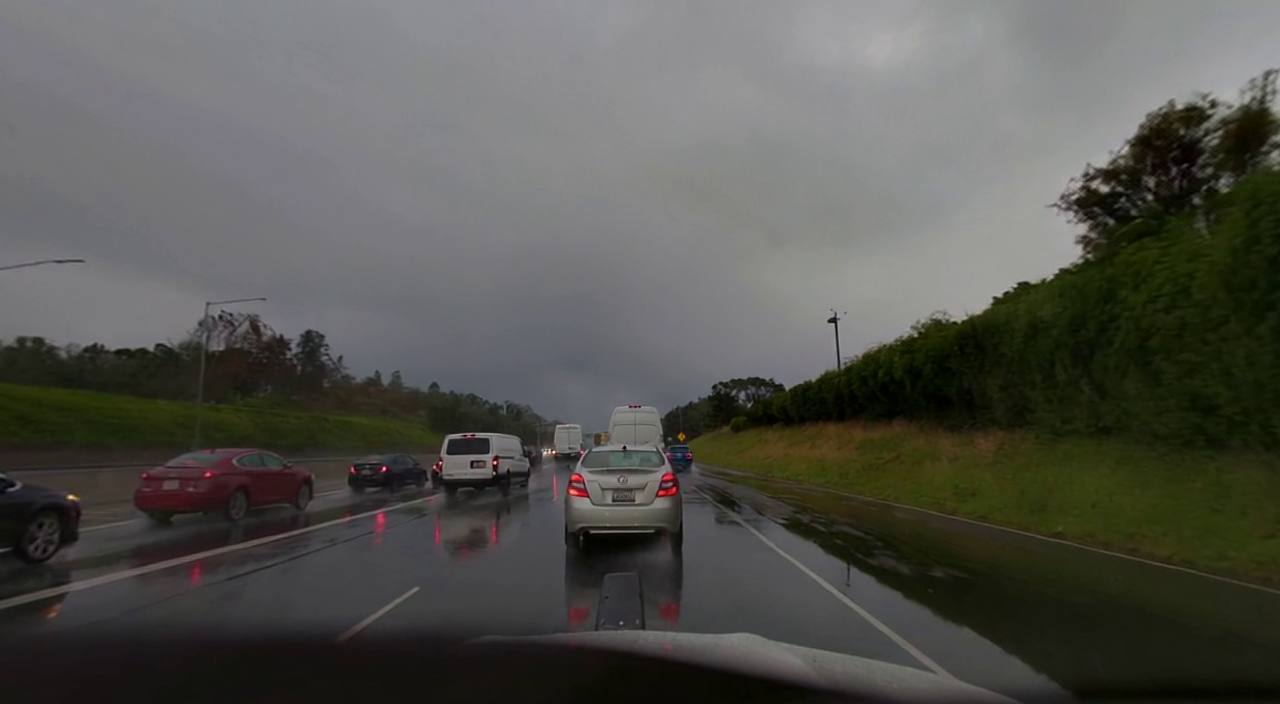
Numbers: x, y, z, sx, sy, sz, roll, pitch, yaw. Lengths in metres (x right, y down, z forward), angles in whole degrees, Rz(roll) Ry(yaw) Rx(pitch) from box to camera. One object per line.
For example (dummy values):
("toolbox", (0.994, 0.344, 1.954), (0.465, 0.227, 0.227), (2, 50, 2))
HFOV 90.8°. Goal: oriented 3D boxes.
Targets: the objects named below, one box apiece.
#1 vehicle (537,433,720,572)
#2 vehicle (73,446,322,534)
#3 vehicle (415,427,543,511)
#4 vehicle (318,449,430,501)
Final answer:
("vehicle", (-0.144, 1.918, 8.671), (1.995, 1.495, 3.380), (0, -9, -1))
("vehicle", (-8.705, 2.711, 13.044), (1.884, 1.484, 4.389), (-1, -9, 1))
("vehicle", (-4.089, 3.073, 16.947), (2.055, 1.913, 4.584), (-1, -9, 2))
("vehicle", (-8.388, 3.883, 20.284), (1.826, 1.465, 3.916), (-1, -9, 1))
